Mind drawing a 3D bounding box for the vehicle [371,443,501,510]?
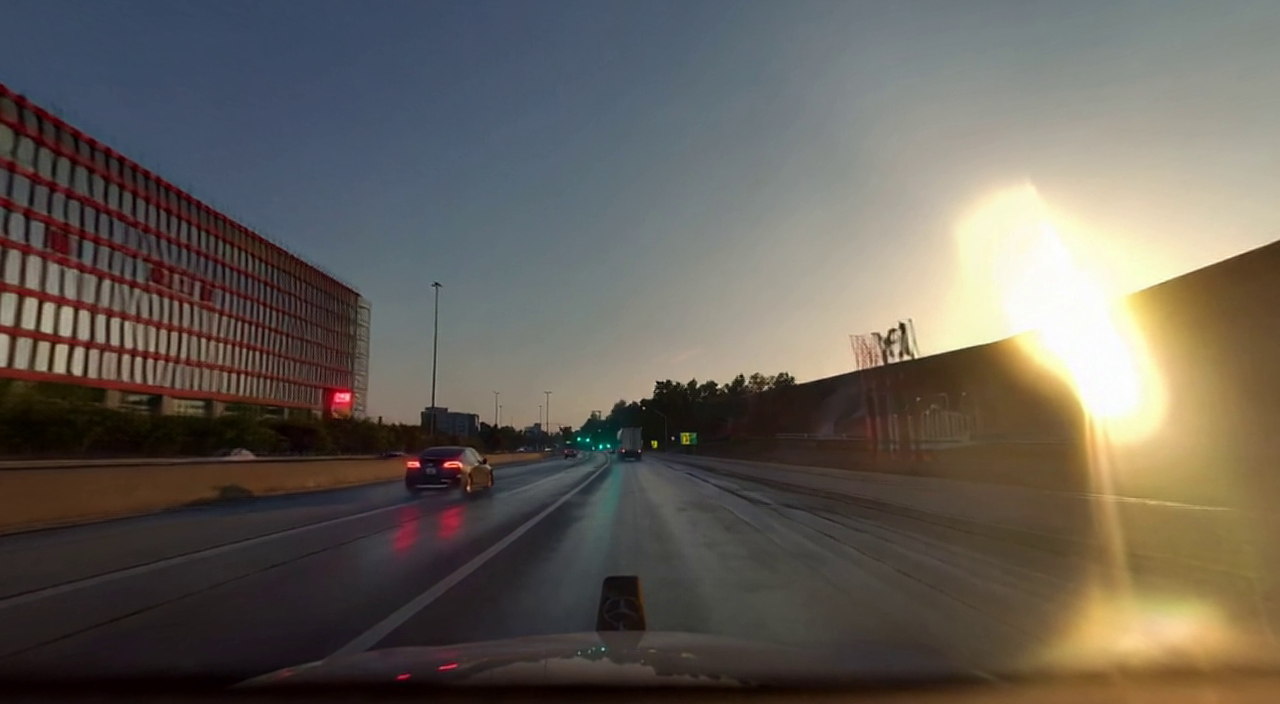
[{"bbox_3d":[-5.123,3.154,16.510,1.943,1.510,4.201,0,-9,1],"label":"vehicle"}]
